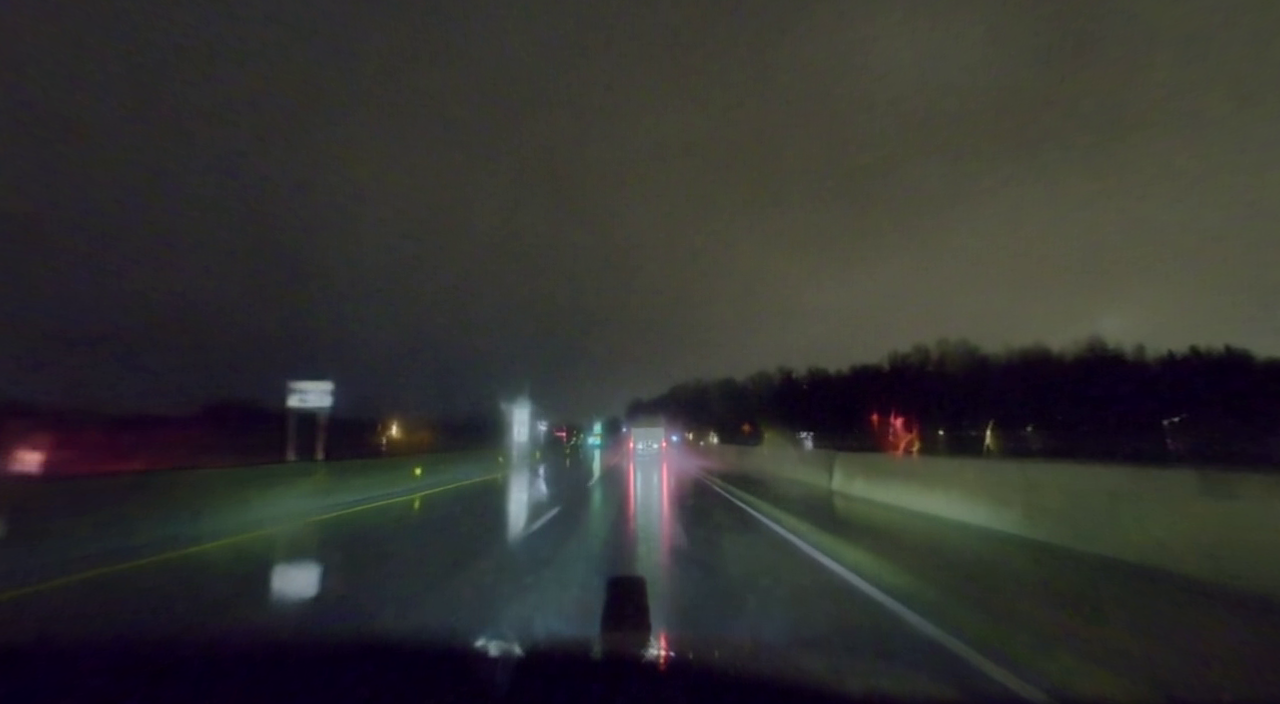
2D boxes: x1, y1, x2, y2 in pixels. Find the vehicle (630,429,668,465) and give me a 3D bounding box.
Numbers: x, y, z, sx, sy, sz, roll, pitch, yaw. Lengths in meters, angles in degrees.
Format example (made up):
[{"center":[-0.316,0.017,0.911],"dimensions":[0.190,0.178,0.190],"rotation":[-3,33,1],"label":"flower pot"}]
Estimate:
[{"center":[0.604,6.063,40.289],"dimensions":[2.277,2.109,4.922],"rotation":[0,-8,1],"label":"vehicle"}]
